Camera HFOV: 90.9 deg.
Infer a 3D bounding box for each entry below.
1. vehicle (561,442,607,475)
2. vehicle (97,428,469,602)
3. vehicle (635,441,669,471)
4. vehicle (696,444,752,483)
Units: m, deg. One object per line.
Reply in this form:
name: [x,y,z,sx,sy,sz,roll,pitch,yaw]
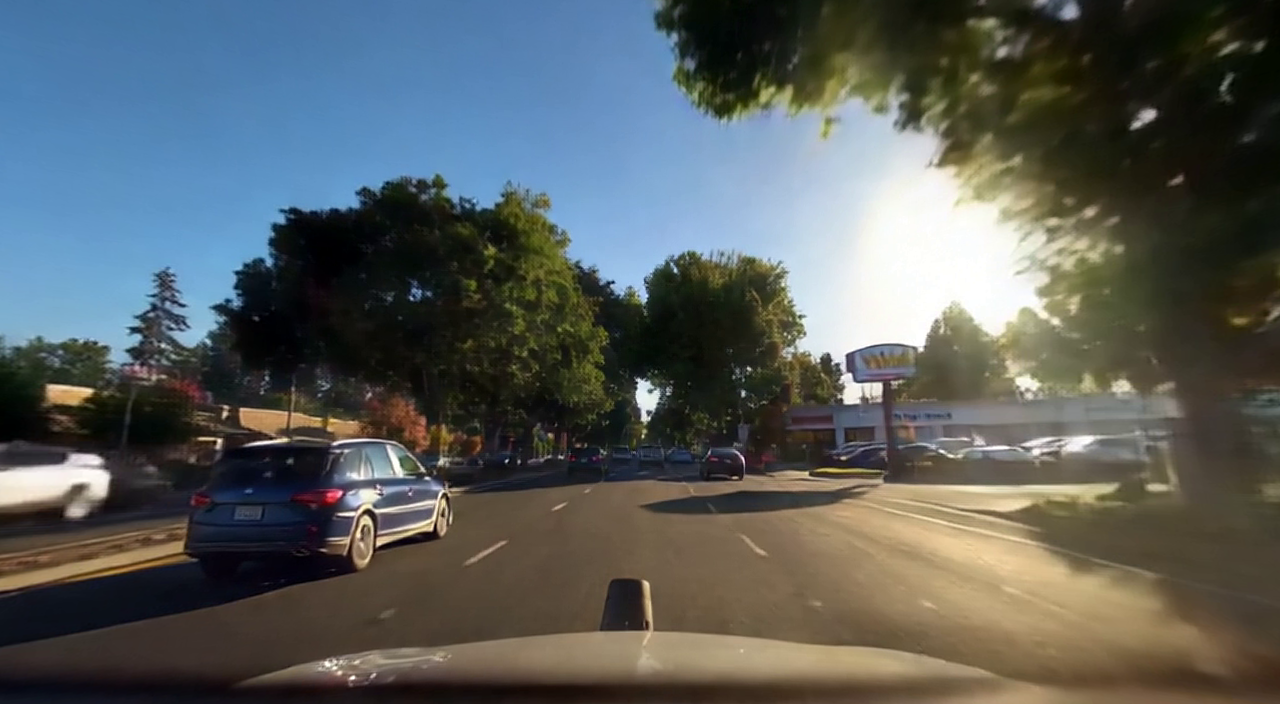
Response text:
vehicle: [-3.009,5.876,34.868,2.026,1.665,4.193,0,-9,2]
vehicle: [-3.702,1.754,7.704,1.908,1.481,4.351,0,-9,1]
vehicle: [0.781,6.962,42.371,2.193,1.873,4.033,0,-9,1]
vehicle: [3.665,4.936,28.158,1.922,1.579,3.642,0,-9,-1]
